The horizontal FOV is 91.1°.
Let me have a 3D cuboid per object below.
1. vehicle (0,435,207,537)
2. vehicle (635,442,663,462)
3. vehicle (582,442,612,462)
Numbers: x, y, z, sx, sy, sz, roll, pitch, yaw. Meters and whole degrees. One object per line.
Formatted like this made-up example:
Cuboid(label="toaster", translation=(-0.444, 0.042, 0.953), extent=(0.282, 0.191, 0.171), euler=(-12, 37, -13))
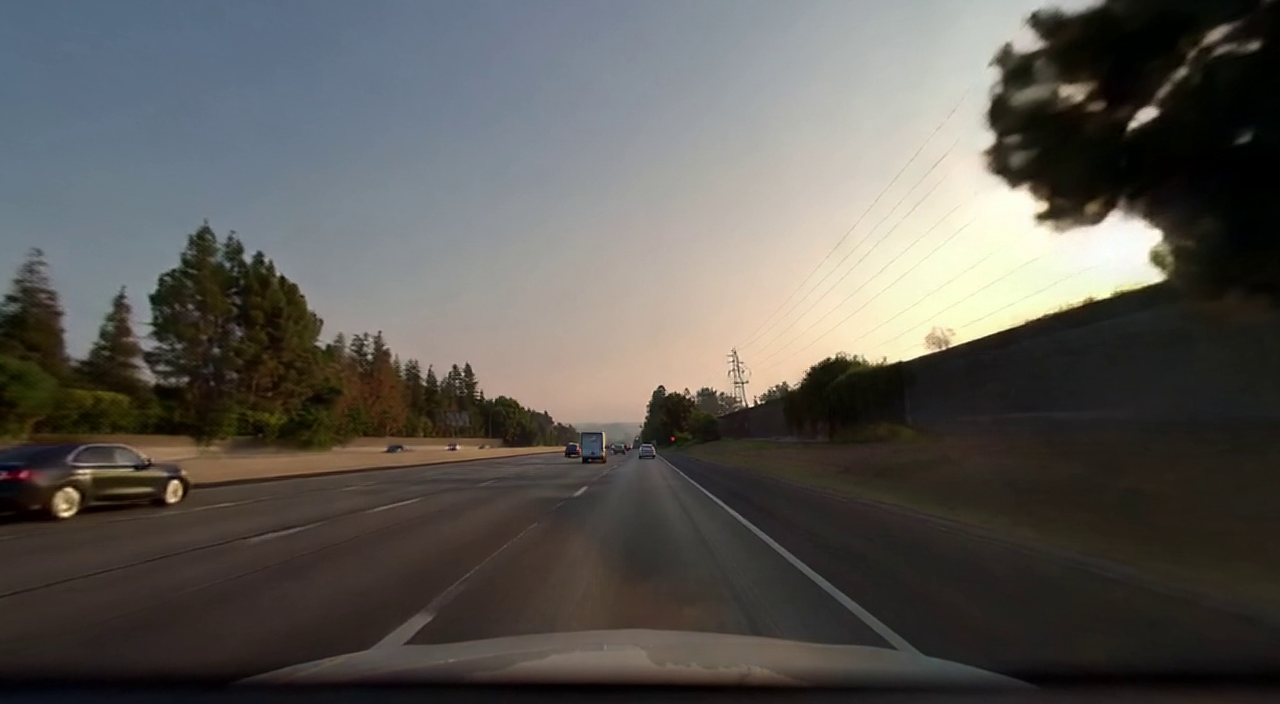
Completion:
Cuboid(label="vehicle", translation=(-10.480, 2.280, 11.297), extent=(1.955, 1.496, 4.732), euler=(0, -8, 1))
Cuboid(label="vehicle", translation=(0.684, 7.888, 49.608), extent=(2.057, 1.453, 3.926), euler=(0, -8, 0))
Cuboid(label="vehicle", translation=(-3.297, 7.769, 48.780), extent=(2.046, 1.478, 4.111), euler=(0, -8, 0))
